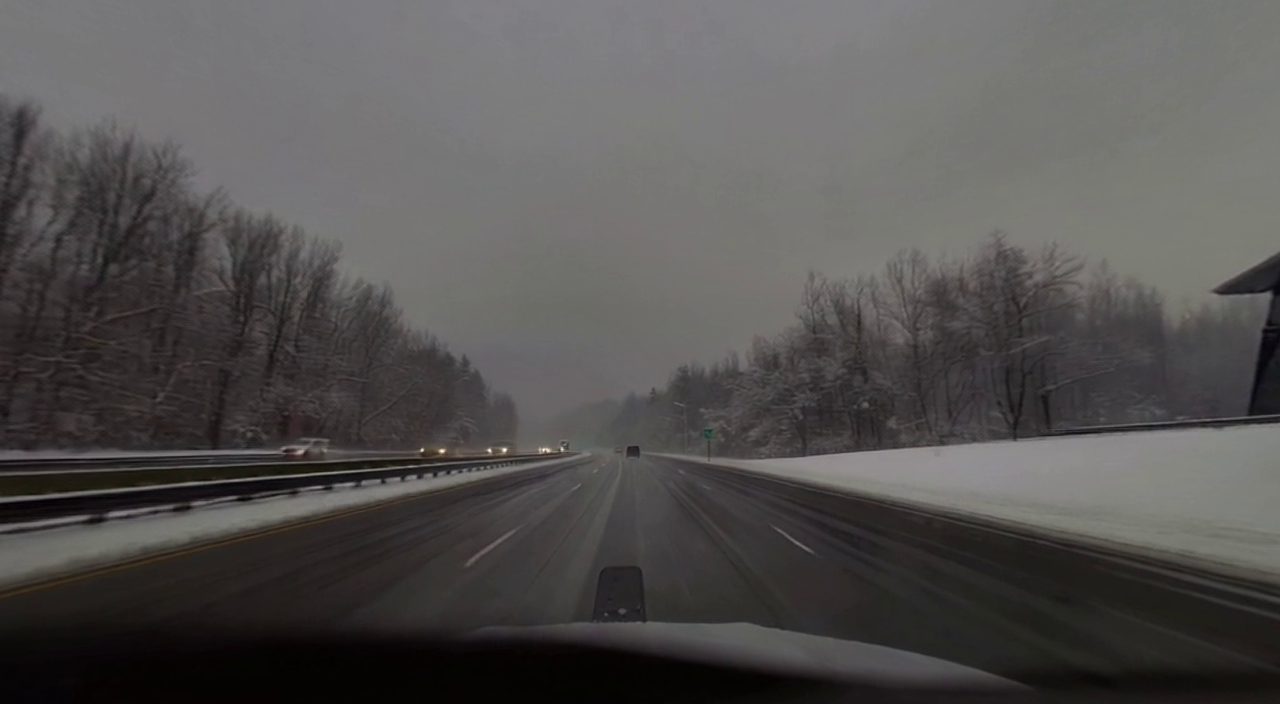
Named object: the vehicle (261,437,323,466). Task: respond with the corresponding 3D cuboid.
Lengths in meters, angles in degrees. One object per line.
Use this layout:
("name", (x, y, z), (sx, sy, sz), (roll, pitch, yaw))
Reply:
("vehicle", (-22.369, 6.398, 40.671), (1.746, 1.777, 4.125), (0, -9, -2))

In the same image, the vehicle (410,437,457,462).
("vehicle", (-14.792, 7.003, 45.309), (1.922, 1.655, 4.410), (0, -9, -1))
